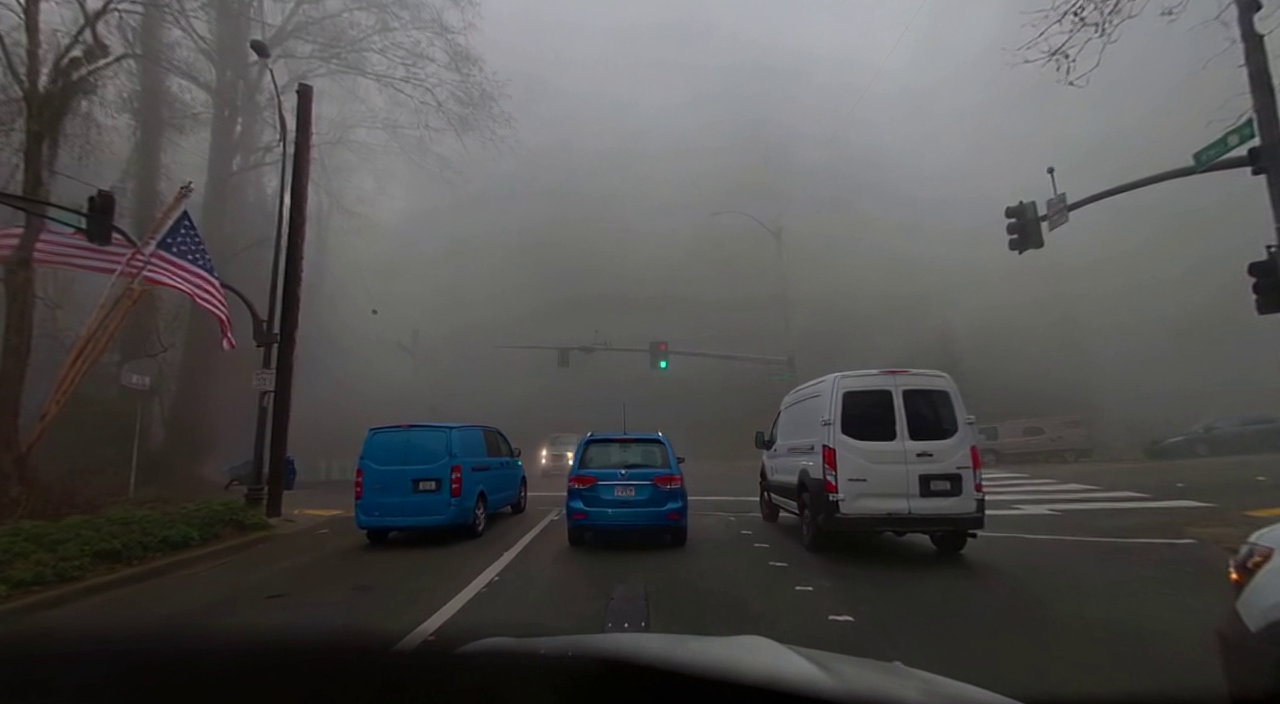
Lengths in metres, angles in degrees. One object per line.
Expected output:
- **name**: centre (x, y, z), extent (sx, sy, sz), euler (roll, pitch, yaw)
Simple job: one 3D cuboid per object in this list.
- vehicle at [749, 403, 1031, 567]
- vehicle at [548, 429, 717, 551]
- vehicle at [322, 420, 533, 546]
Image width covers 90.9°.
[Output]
- **vehicle**: centre (3.068, 1.760, 9.035), extent (2.178, 1.746, 4.400), euler (0, -9, -1)
- **vehicle**: centre (-0.113, 2.035, 9.984), extent (2.098, 1.494, 4.118), euler (0, -9, -1)
- **vehicle**: centre (-3.221, 2.069, 10.578), extent (2.024, 1.677, 3.998), euler (0, -9, 2)
